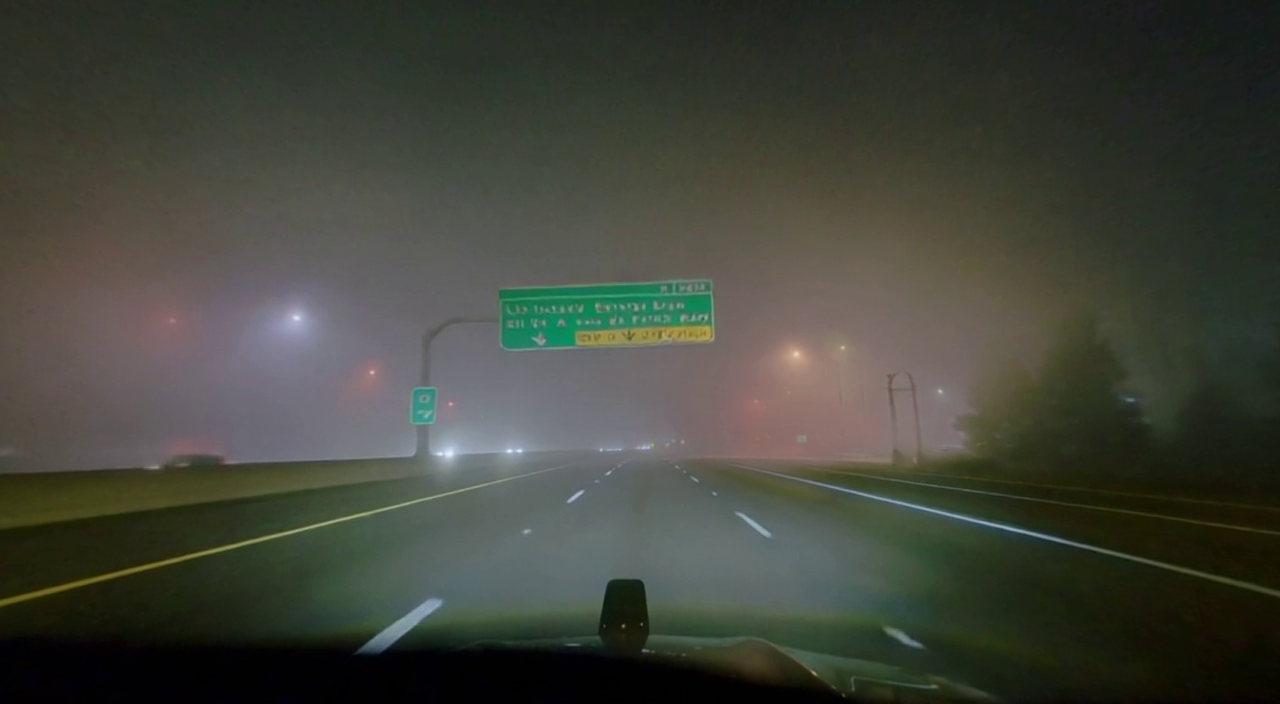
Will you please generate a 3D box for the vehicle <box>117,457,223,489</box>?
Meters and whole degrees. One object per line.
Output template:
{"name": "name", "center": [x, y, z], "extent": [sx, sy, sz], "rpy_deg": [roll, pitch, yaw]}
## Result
{"name": "vehicle", "center": [-25.286, 6.501, 34.156], "extent": [1.963, 1.500, 4.793], "rpy_deg": [-1, -8, 1]}
